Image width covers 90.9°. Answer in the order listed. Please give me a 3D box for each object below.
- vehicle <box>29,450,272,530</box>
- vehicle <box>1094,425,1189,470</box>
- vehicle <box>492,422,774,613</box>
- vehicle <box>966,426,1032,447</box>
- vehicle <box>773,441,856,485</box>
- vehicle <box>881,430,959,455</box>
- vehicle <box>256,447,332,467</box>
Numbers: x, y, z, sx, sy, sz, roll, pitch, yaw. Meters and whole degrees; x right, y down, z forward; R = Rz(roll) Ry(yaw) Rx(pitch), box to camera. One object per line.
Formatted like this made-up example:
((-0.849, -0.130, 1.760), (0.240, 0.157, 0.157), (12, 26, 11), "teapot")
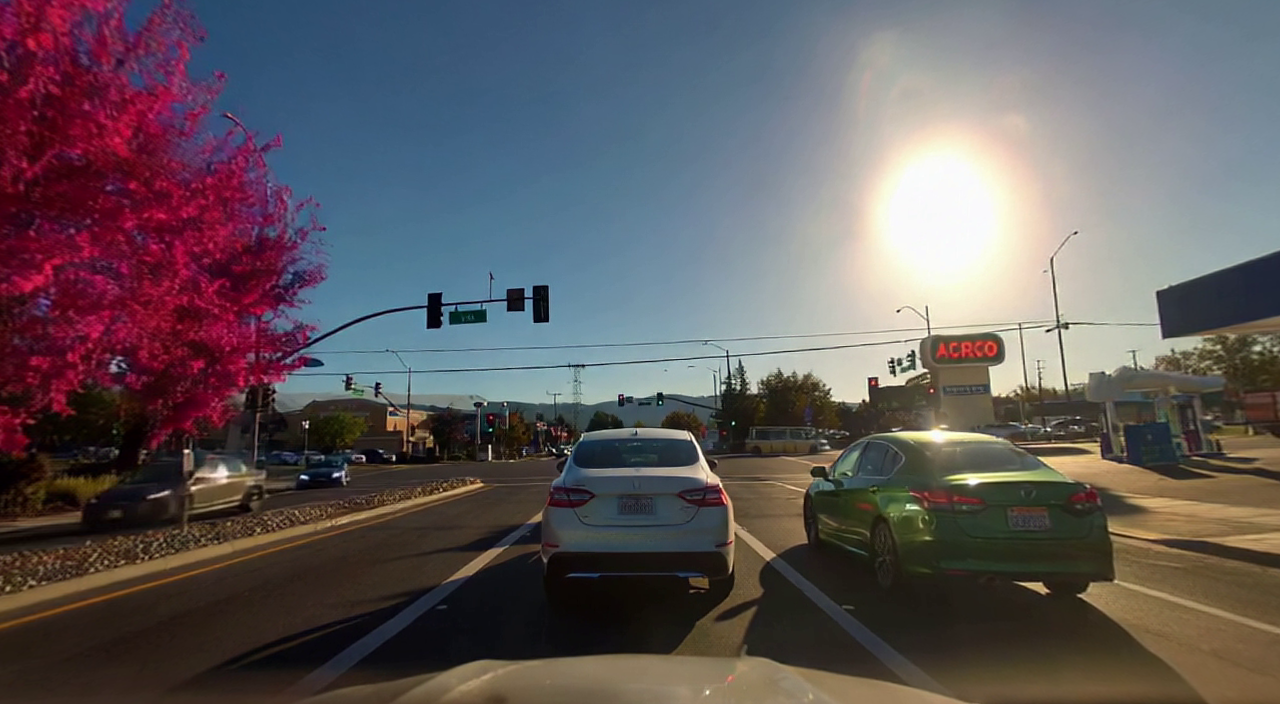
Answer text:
((-10.853, 3.042, 14.558), (1.944, 1.465, 4.609), (0, -8, -1), "vehicle")
((18.566, 3.509, 23.277), (4.300, 1.495, 2.053), (8, -12, -43), "vehicle")
((-0.065, 1.607, 7.074), (2.213, 1.482, 4.057), (0, -8, 0), "vehicle")
((27.398, 6.478, 48.176), (3.968, 1.572, 1.740), (0, -9, 4), "vehicle")
((6.543, 4.170, 24.118), (1.942, 1.511, 4.390), (0, -8, 0), "vehicle")
((19.401, 6.320, 43.897), (4.622, 1.675, 2.022), (-2, -9, 14), "vehicle")
((-26.747, 8.112, 48.793), (4.806, 1.472, 1.886), (-1, -8, 5), "vehicle")
